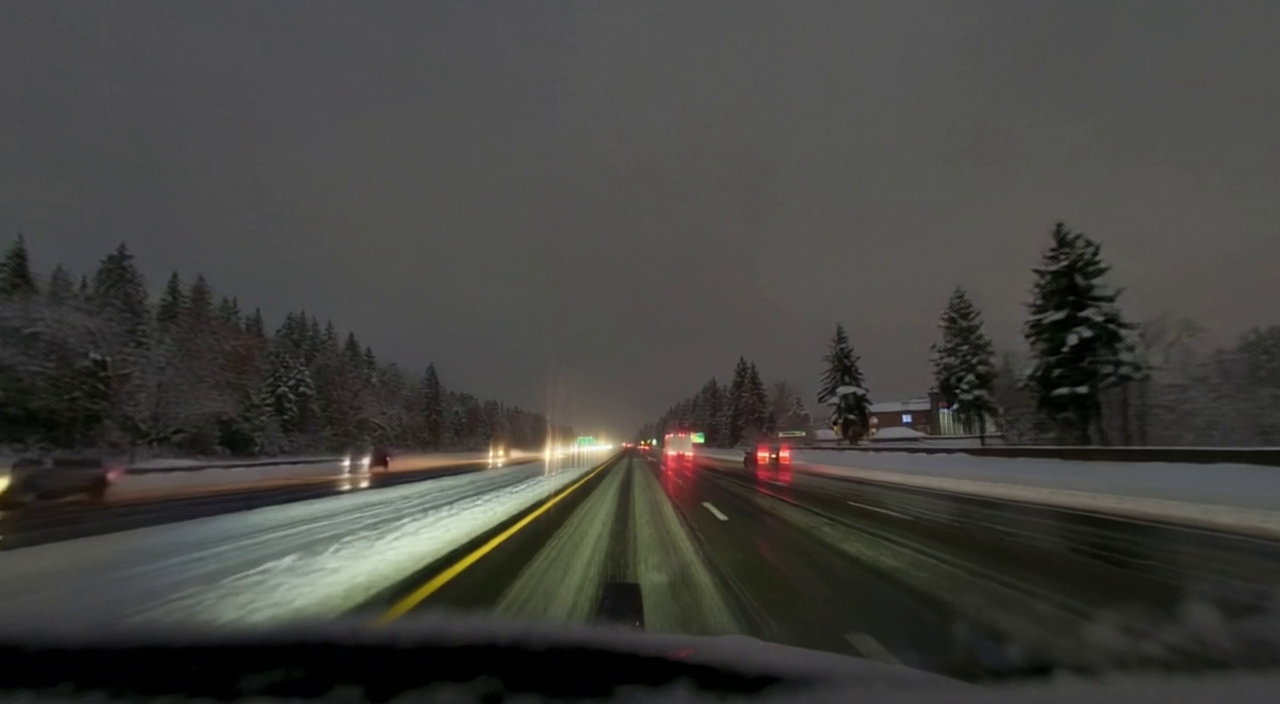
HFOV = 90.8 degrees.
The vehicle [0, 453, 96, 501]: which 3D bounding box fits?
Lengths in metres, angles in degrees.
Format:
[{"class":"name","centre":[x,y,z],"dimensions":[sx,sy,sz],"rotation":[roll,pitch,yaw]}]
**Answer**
[{"class":"vehicle","centre":[-22.196,4.338,22.115],"dimensions":[1.912,1.513,5.034],"rotation":[0,-8,-1]}]

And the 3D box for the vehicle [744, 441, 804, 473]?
[{"class":"vehicle","centre":[6.642,5.247,31.767],"dimensions":[2.009,1.456,4.097],"rotation":[0,-9,-1]}]

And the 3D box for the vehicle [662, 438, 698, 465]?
[{"class":"vehicle","centre":[2.833,7.190,45.870],"dimensions":[2.258,1.824,4.908],"rotation":[0,-9,-1]}]
